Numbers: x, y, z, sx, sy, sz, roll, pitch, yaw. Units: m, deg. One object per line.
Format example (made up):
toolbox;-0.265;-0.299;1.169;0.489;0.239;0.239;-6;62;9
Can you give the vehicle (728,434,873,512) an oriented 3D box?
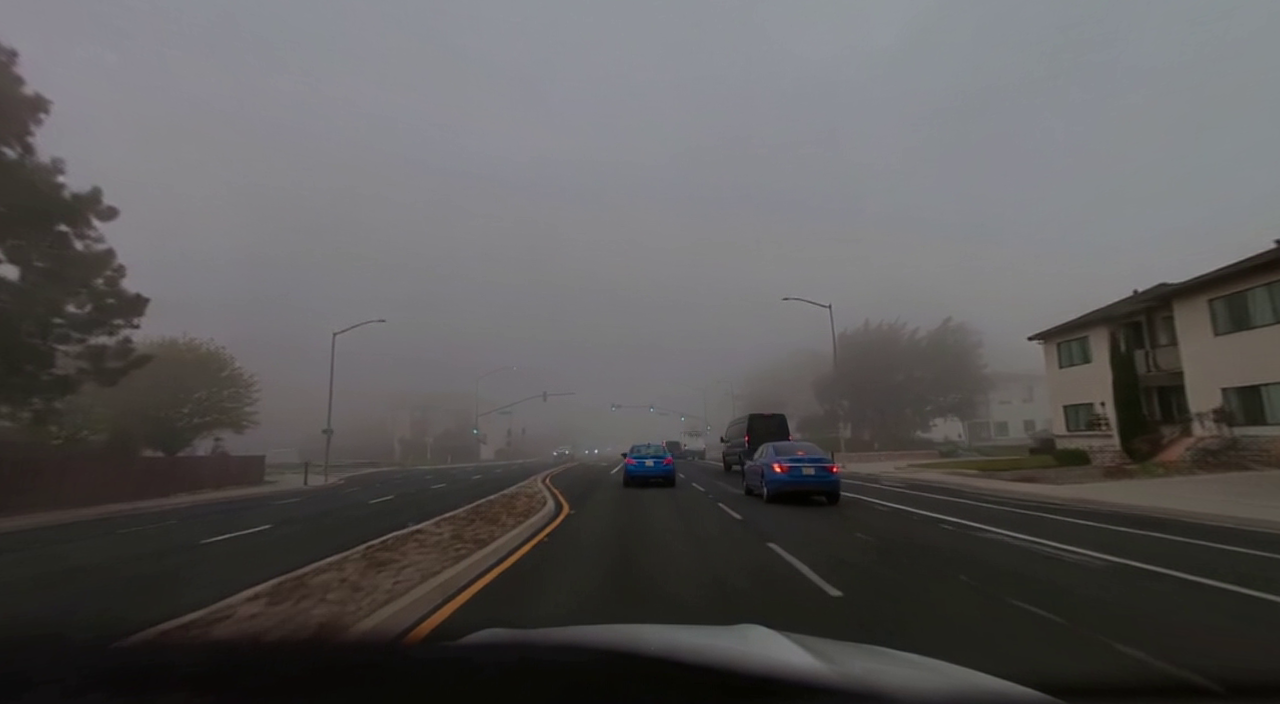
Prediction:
vehicle;3.508;2.756;14.894;2.161;1.519;4.568;0;-9;-1

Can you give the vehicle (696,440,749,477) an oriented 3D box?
vehicle;3.539;4.624;27.576;1.775;1.499;3.488;0;-9;-1

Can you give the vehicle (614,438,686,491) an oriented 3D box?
vehicle;0.272;3.582;20.376;2.093;1.497;4.010;0;-9;0
